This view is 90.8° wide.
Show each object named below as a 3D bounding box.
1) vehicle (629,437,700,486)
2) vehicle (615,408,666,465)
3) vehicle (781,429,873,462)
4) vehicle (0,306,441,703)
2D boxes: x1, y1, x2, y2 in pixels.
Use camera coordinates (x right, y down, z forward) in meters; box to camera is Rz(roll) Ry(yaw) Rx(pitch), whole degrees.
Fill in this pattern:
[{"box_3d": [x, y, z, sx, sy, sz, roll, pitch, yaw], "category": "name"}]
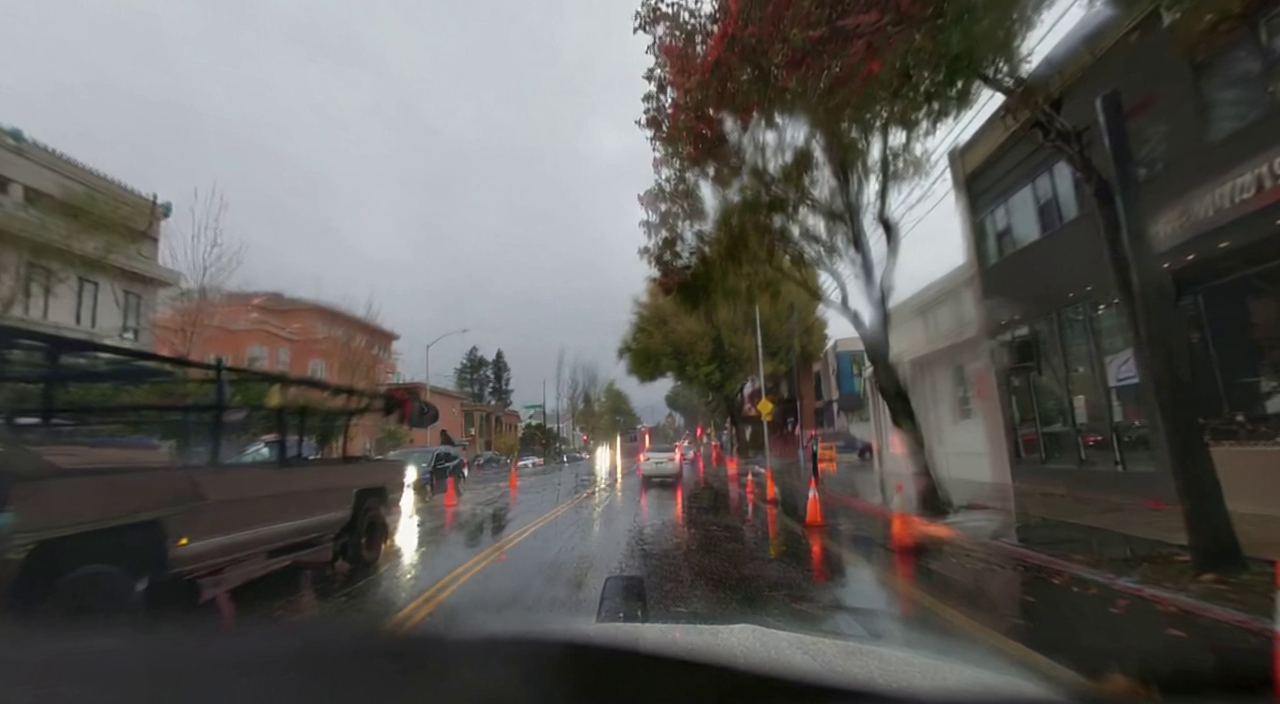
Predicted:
[{"box_3d": [0.841, 3.666, 21.487, 2.159, 1.506, 4.086, 0, -8, 2], "category": "vehicle"}, {"box_3d": [0.049, 5.875, 43.312, 2.977, 3.271, 12.748, 0, -8, 0], "category": "vehicle"}, {"box_3d": [11.460, 5.747, 38.948, 4.859, 1.914, 2.333, 0, -8, -4], "category": "vehicle"}, {"box_3d": [-4.212, 1.228, 5.515, 2.500, 2.128, 6.396, -2, -8, 4], "category": "vehicle"}]
